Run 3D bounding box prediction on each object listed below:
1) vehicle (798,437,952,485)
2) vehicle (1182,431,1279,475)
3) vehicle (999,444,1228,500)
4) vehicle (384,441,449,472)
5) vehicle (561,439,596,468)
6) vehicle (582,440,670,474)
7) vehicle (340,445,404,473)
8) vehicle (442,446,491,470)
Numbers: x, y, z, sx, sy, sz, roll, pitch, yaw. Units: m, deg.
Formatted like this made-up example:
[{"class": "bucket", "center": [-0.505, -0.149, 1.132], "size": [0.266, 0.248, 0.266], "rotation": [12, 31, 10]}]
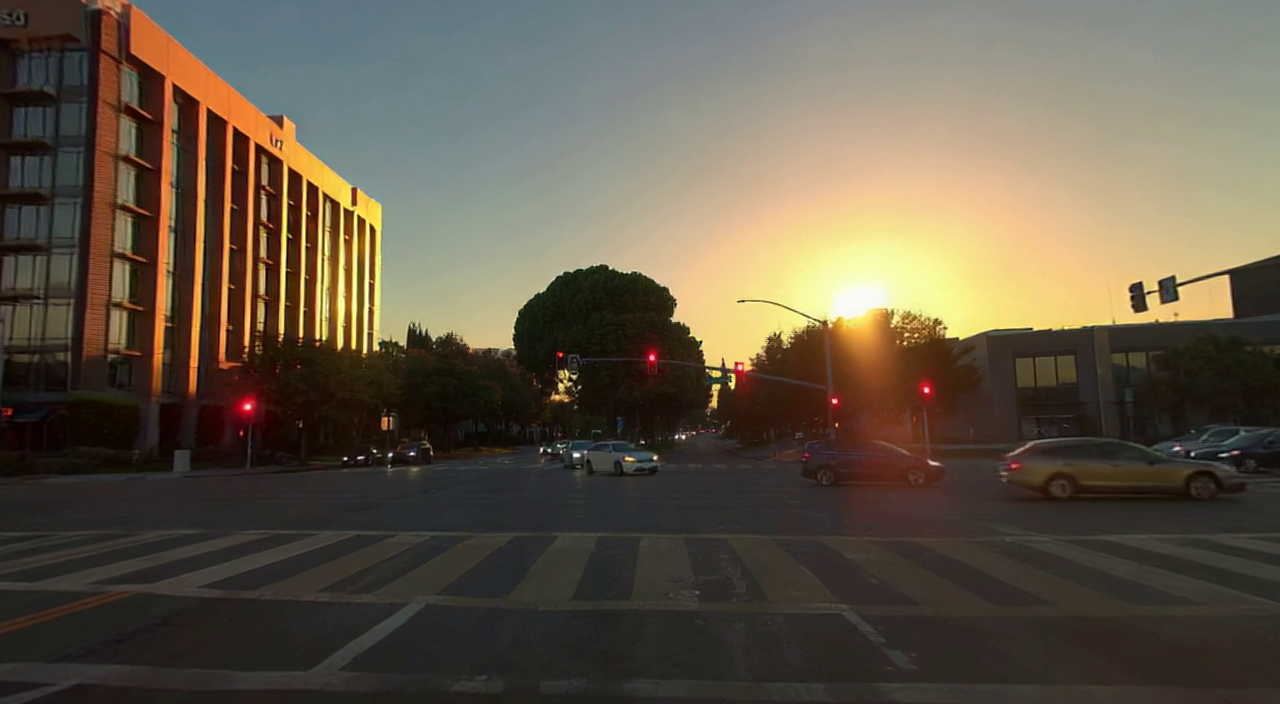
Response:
[{"class": "vehicle", "center": [7.981, 3.683, 21.586], "size": [4.637, 1.461, 2.109], "rotation": [-4, -9, 24]}, {"class": "vehicle", "center": [22.314, 3.561, 22.367], "size": [4.474, 1.477, 1.908], "rotation": [0, -9, -2]}, {"class": "vehicle", "center": [11.646, 2.967, 15.807], "size": [4.093, 1.288, 1.910], "rotation": [-1, -9, 4]}, {"class": "vehicle", "center": [-15.153, 7.113, 43.177], "size": [2.340, 1.946, 5.450], "rotation": [-1, -9, 1]}, {"class": "vehicle", "center": [-3.811, 6.135, 38.419], "size": [1.950, 1.629, 4.385], "rotation": [1, -9, -7]}, {"class": "vehicle", "center": [-0.779, 4.949, 29.897], "size": [2.115, 1.445, 4.864], "rotation": [4, -10, -29]}, {"class": "vehicle", "center": [-18.568, 7.406, 44.055], "size": [2.237, 1.842, 5.116], "rotation": [0, -9, 0]}, {"class": "vehicle", "center": [-11.659, 7.142, 42.800], "size": [2.003, 1.476, 4.297], "rotation": [-1, -9, 2]}]
